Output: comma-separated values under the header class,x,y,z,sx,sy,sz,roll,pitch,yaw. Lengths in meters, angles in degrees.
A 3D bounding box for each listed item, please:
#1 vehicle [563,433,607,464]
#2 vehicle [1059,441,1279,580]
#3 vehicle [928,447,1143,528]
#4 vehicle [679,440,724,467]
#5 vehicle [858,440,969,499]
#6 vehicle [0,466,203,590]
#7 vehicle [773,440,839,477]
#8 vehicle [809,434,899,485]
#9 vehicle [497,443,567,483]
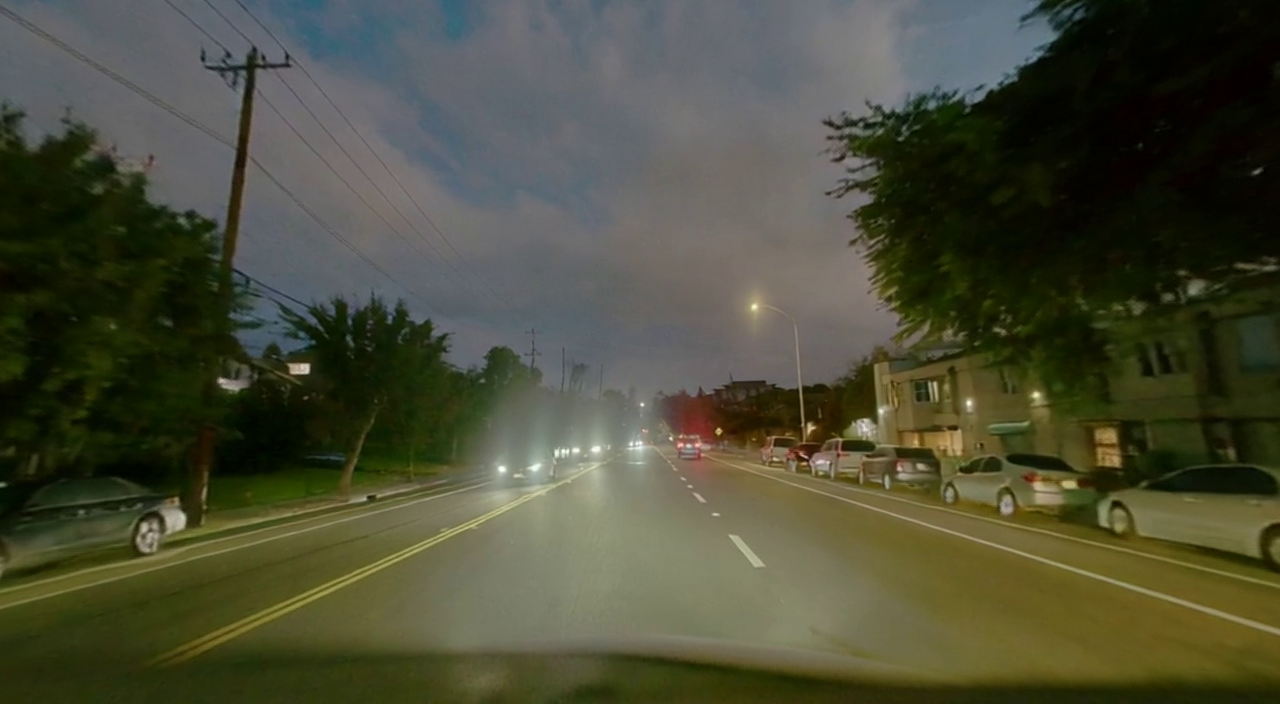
class,x,y,z,sx,sy,sz,roll,pitch,yaw
vehicle,-3.913,6.986,45.892,2.435,2.069,5.772,-1,-8,2
vehicle,7.884,1.877,7.988,2.093,1.472,4.434,0,-8,0
vehicle,7.954,2.712,13.283,1.787,1.402,4.271,0,-8,1
vehicle,3.536,5.956,37.199,2.059,1.489,4.629,0,-8,-2
vehicle,8.066,3.470,18.998,1.836,1.500,3.630,3,-8,2
vehicle,-9.352,2.544,9.496,2.117,1.474,4.740,0,-8,0
vehicle,7.767,5.009,29.917,1.862,1.492,4.571,2,-8,0
vehicle,8.049,4.090,24.237,1.879,1.765,4.339,0,-8,-1
vehicle,-4.280,4.446,25.644,1.989,1.474,4.112,0,-8,2
